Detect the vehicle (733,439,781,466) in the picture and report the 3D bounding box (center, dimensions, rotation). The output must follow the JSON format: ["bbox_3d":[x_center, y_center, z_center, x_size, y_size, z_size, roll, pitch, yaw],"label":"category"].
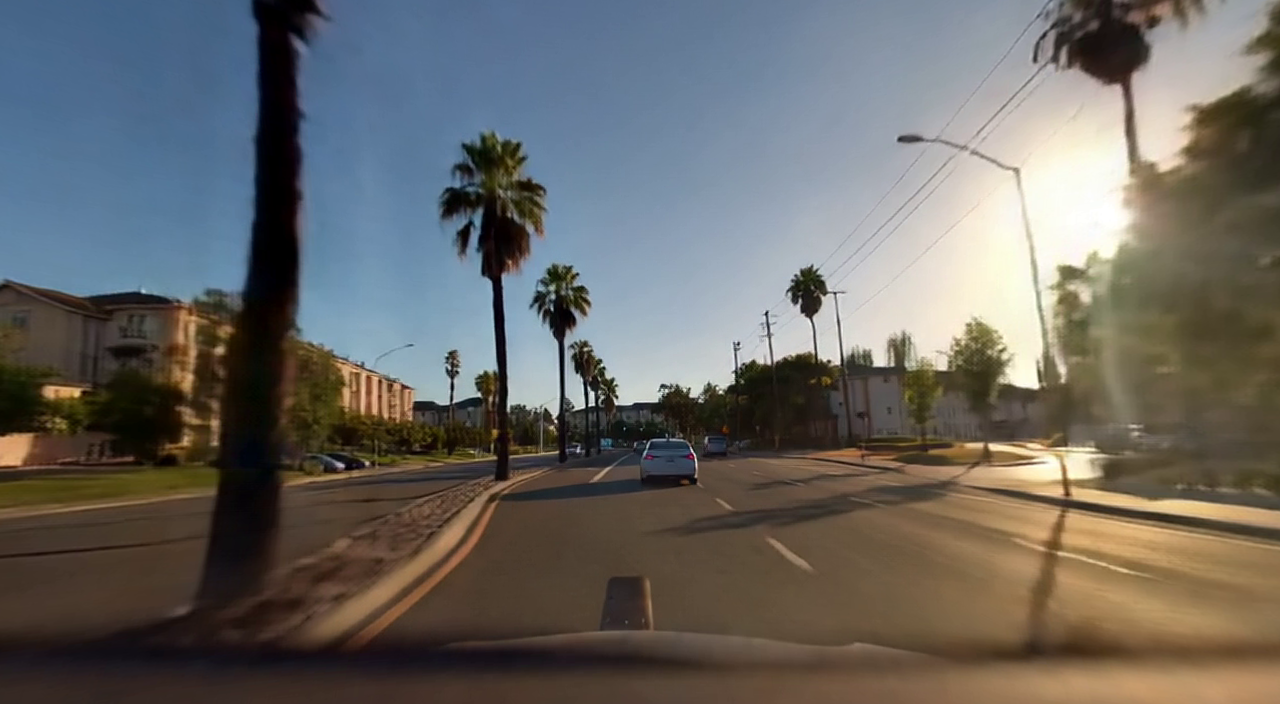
[{"bbox_3d":[6.645,5.747,36.230,1.897,1.477,4.360,0,-8,-1],"label":"vehicle"}]

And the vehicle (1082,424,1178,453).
[{"bbox_3d":[27.641,4.933,35.728,1.781,1.520,3.979,2,-9,-13],"label":"vehicle"}]

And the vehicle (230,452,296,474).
[{"bbox_3d":[-26.388,7.764,44.350,1.813,1.452,4.619,0,-8,0],"label":"vehicle"}]

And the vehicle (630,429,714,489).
[{"bbox_3d":[0.875,3.316,19.874,2.289,1.679,4.180,0,-8,-2],"label":"vehicle"}]

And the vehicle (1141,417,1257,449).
[{"bbox_3d":[32.754,4.831,37.128,1.946,1.740,4.813,1,-9,-10],"label":"vehicle"}]

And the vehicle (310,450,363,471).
[{"bbox_3d":[-23.400,8.335,48.749,1.834,1.499,4.346,0,-8,1],"label":"vehicle"}]
